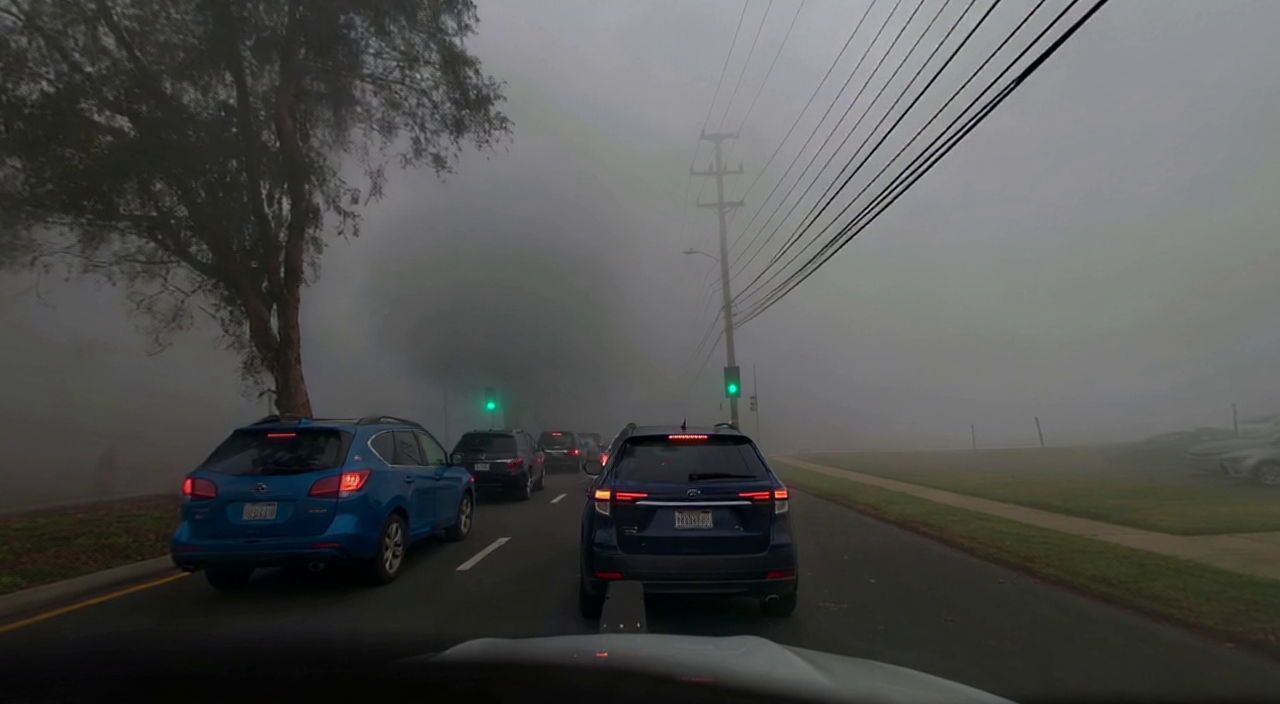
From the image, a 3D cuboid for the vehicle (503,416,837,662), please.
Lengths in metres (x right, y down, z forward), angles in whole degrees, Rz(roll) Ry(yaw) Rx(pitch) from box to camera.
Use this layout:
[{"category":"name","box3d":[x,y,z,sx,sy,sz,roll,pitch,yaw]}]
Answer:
[{"category":"vehicle","box3d":[0.117,1.446,5.964,2.056,1.487,4.003,0,-9,-2]}]

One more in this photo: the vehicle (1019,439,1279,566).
[{"category":"vehicle","box3d":[8.383,2.149,9.921,1.993,1.508,4.521,0,-9,-1]}]

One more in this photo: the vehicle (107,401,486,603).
[{"category":"vehicle","box3d":[-3.470,1.606,7.639,2.105,1.706,4.337,0,-9,0]}]
